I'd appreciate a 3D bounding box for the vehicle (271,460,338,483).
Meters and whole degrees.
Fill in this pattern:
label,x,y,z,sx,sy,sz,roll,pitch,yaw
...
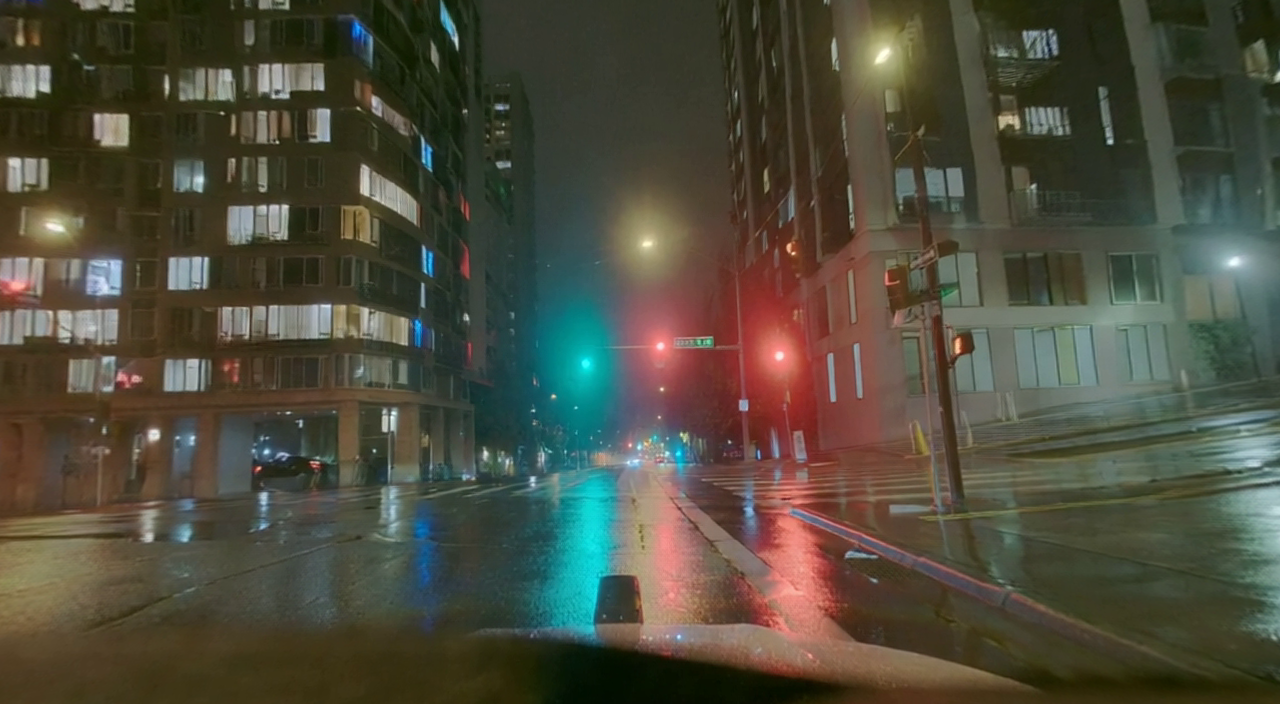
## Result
label,x,y,z,sx,sy,sz,roll,pitch,yaw
vehicle,-24.637,8.744,46.292,3.882,1.600,1.768,0,-9,2
